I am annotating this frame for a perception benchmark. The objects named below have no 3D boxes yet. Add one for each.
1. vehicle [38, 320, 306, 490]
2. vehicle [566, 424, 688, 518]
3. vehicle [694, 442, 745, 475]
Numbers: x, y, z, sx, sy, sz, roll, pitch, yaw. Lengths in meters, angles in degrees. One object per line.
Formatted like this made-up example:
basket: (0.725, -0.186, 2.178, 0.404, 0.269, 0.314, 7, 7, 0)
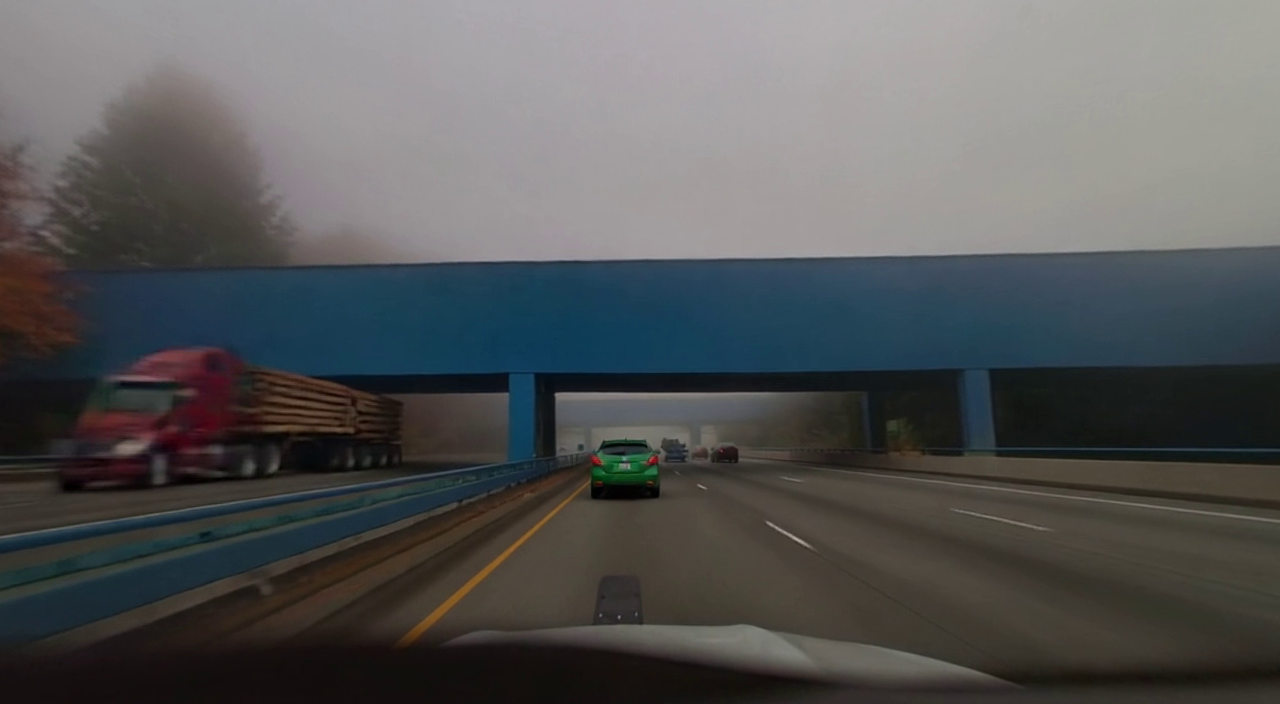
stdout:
vehicle: (-13.050, 1.703, 18.373, 3.271, 4.196, 5.696, 0, -9, -1)
vehicle: (-0.257, 2.521, 13.715, 2.259, 1.699, 4.015, 0, -9, 0)
vehicle: (3.872, 5.242, 31.067, 1.894, 1.487, 3.751, 0, -9, -2)
